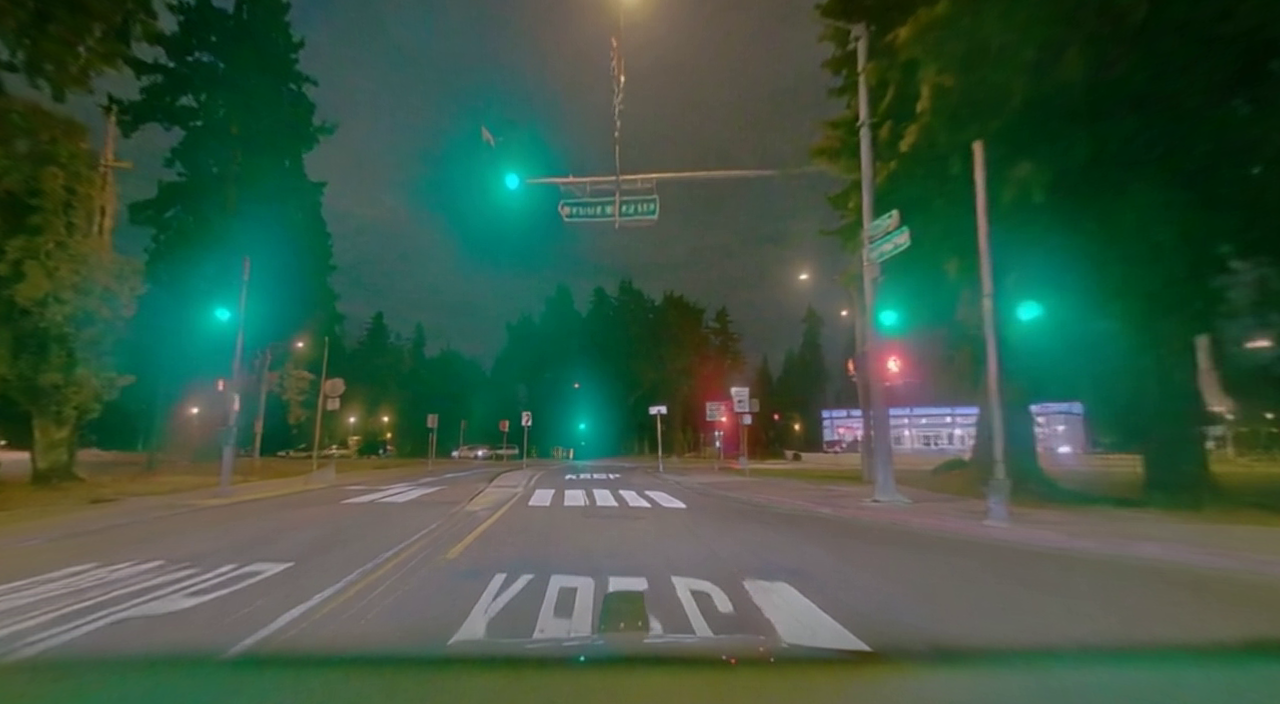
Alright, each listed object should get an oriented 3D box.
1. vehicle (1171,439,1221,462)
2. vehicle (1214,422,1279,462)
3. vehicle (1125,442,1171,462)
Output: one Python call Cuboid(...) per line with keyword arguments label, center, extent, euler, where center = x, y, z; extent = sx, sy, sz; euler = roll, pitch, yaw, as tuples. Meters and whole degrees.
Cuboid(label="vehicle", center=(42.641, 7.526, 48.195), extent=(1.870, 1.458, 3.667), euler=(-4, -6, 26))
Cuboid(label="vehicle", center=(45.585, 6.635, 46.701), extent=(2.420, 2.792, 6.047), euler=(-4, -8, 26))
Cuboid(label="vehicle", center=(39.595, 7.752, 49.010), extent=(1.926, 1.441, 3.860), euler=(-3, -8, 26))
